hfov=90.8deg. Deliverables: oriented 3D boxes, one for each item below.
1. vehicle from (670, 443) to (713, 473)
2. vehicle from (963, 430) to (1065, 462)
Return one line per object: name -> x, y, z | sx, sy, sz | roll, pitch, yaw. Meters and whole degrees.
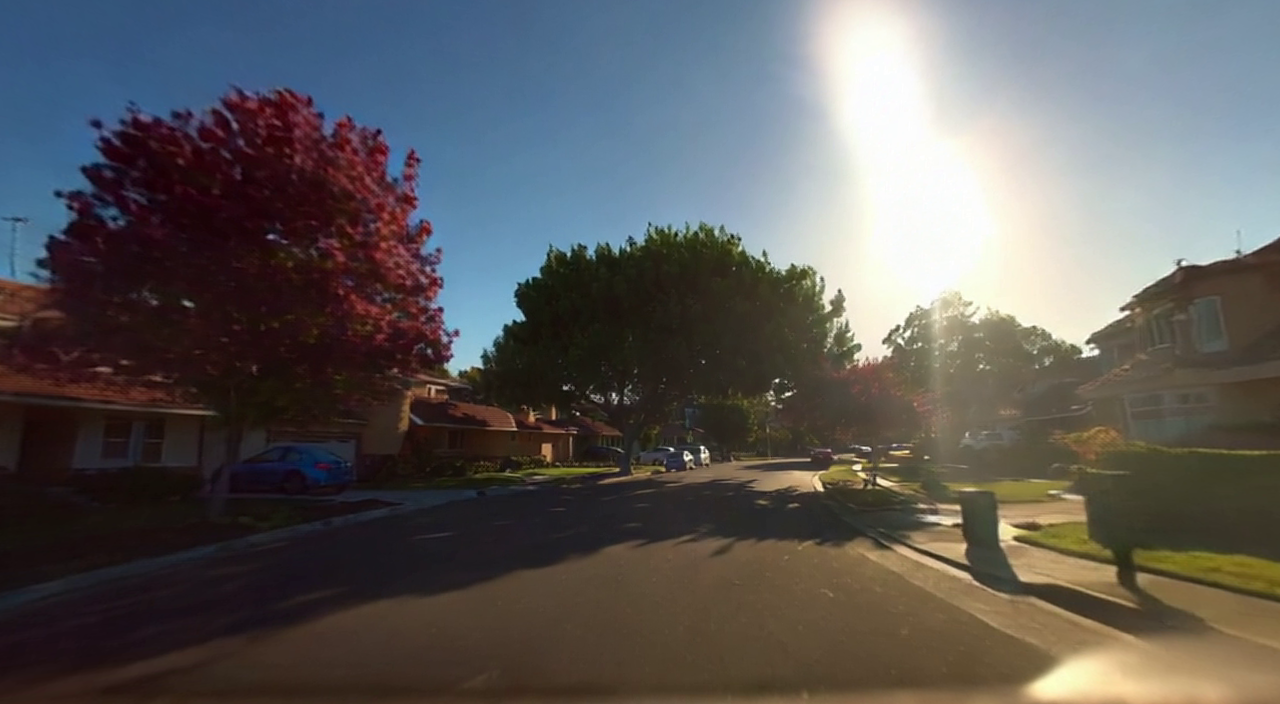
vehicle -> 3.697, 7.395, 44.335 | 2.215, 1.859, 4.765 | -1, -8, 15
vehicle -> 20.767, 5.220, 35.203 | 4.384, 1.688, 1.956 | 0, -9, 0
